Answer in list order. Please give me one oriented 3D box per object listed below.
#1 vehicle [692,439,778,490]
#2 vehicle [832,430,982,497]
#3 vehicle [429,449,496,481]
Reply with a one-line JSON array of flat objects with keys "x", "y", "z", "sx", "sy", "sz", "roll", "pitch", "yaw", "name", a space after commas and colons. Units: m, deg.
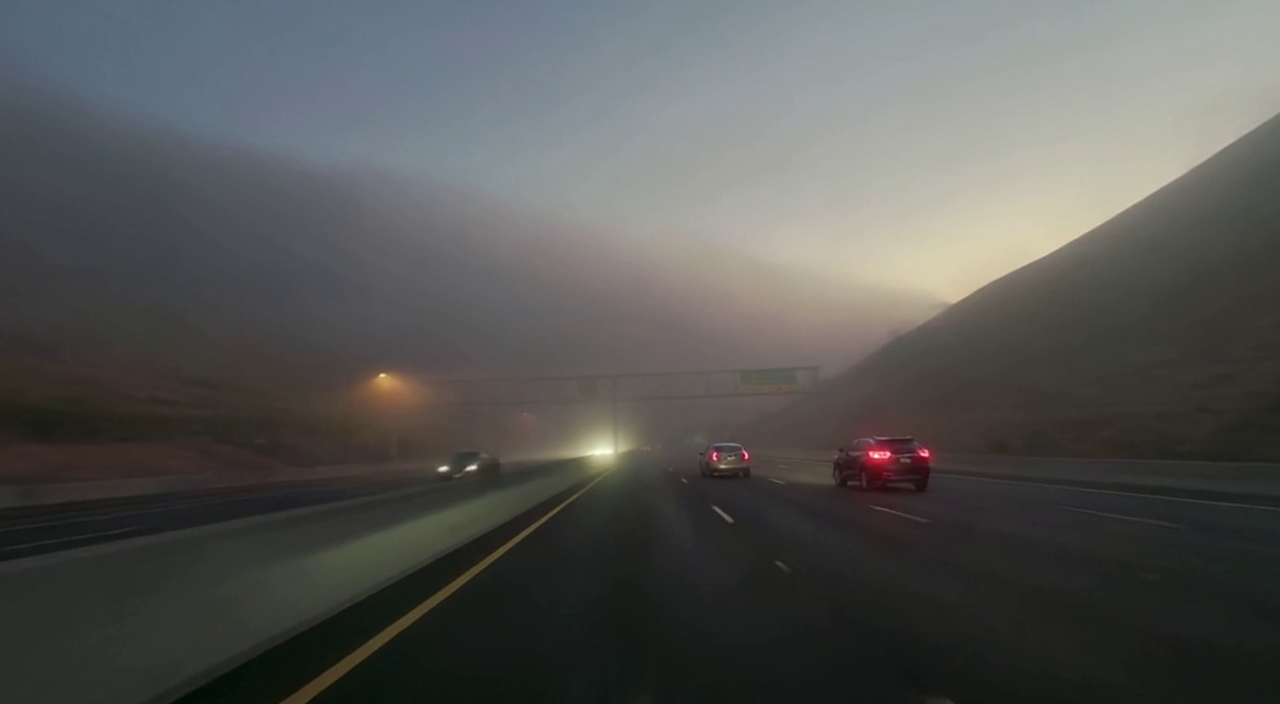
[{"x": 2.921, "y": 3.554, "z": 20.303, "sx": 2.044, "sy": 1.444, "sz": 4.216, "roll": 0, "pitch": -8, "yaw": -1, "name": "vehicle"}, {"x": 6.961, "y": 2.956, "z": 17.139, "sx": 1.988, "sy": 1.530, "sz": 4.777, "roll": 0, "pitch": -8, "yaw": 0, "name": "vehicle"}, {"x": -8.998, "y": 5.758, "z": 32.392, "sx": 2.089, "sy": 1.460, "sz": 4.488, "roll": -1, "pitch": -8, "yaw": 0, "name": "vehicle"}]
